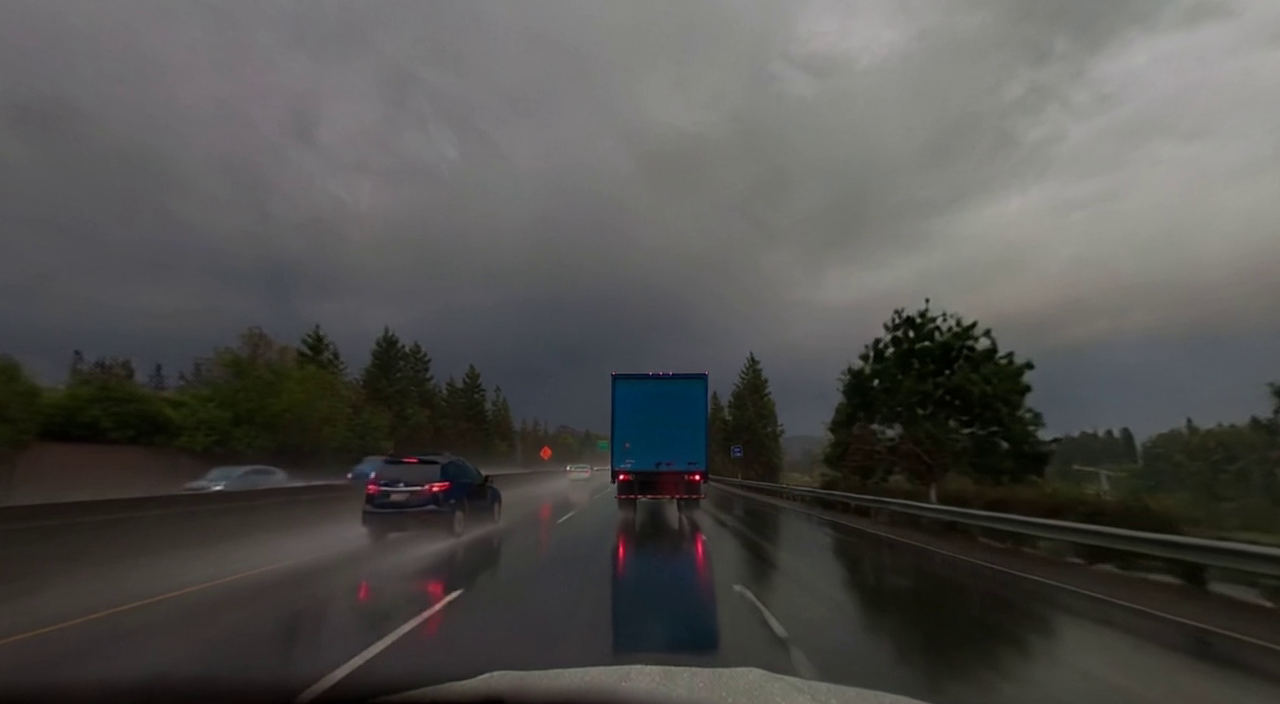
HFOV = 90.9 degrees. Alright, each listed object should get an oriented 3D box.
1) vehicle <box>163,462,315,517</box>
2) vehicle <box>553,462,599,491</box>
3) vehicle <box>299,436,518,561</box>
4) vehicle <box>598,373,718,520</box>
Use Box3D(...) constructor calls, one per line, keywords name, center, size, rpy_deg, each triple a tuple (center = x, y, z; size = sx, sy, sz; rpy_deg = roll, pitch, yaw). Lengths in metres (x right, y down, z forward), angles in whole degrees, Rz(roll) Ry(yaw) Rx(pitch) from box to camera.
Box3D(name="vehicle", center=(-12.705, 4.376, 20.412), size=(1.980, 1.532, 4.448), rpy_deg=(1, -10, 0))
Box3D(name="vehicle", center=(-3.589, 7.148, 36.372), size=(2.079, 1.506, 4.821), rpy_deg=(0, -10, 1))
Box3D(name="vehicle", center=(-3.671, 2.465, 11.128), size=(2.076, 1.691, 4.555), rpy_deg=(1, -10, 0))
Box3D(name="vehicle", center=(0.441, 3.234, 20.728), size=(3.008, 3.678, 9.512), rpy_deg=(1, -10, 0))
